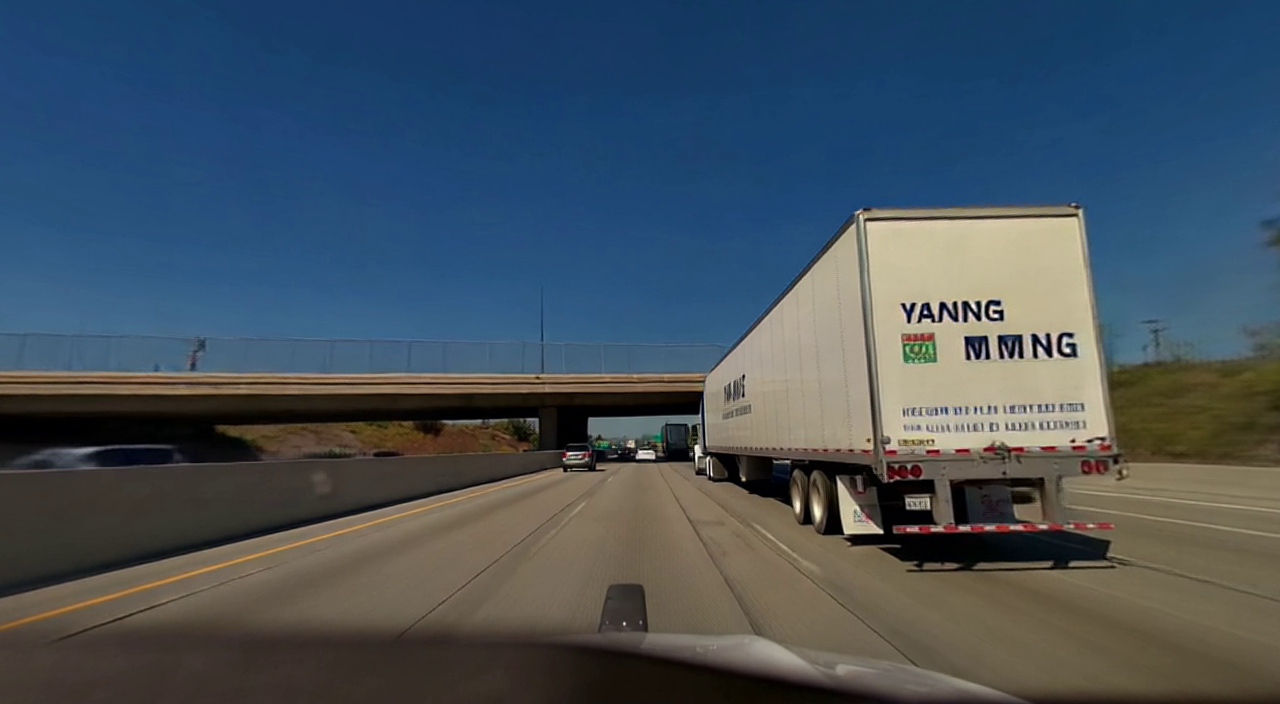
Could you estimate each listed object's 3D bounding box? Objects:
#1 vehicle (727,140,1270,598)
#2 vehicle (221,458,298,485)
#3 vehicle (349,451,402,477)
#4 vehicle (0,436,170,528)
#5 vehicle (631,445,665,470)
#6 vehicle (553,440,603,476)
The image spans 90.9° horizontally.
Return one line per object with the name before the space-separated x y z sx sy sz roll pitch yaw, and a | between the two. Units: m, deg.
vehicle | 3.906 0.983 11.809 2.821 4.077 12.562 0 -9 0
vehicle | -23.486 7.388 39.146 1.859 1.484 4.695 0 -9 0
vehicle | -19.154 8.085 45.844 1.897 1.729 4.321 0 -9 1
vehicle | -12.836 2.724 13.721 1.957 1.672 4.174 0 -9 0
vehicle | 0.466 6.704 40.255 2.063 1.469 4.208 0 -9 0
vehicle | -3.097 5.386 32.275 2.058 1.711 4.226 0 -9 1
